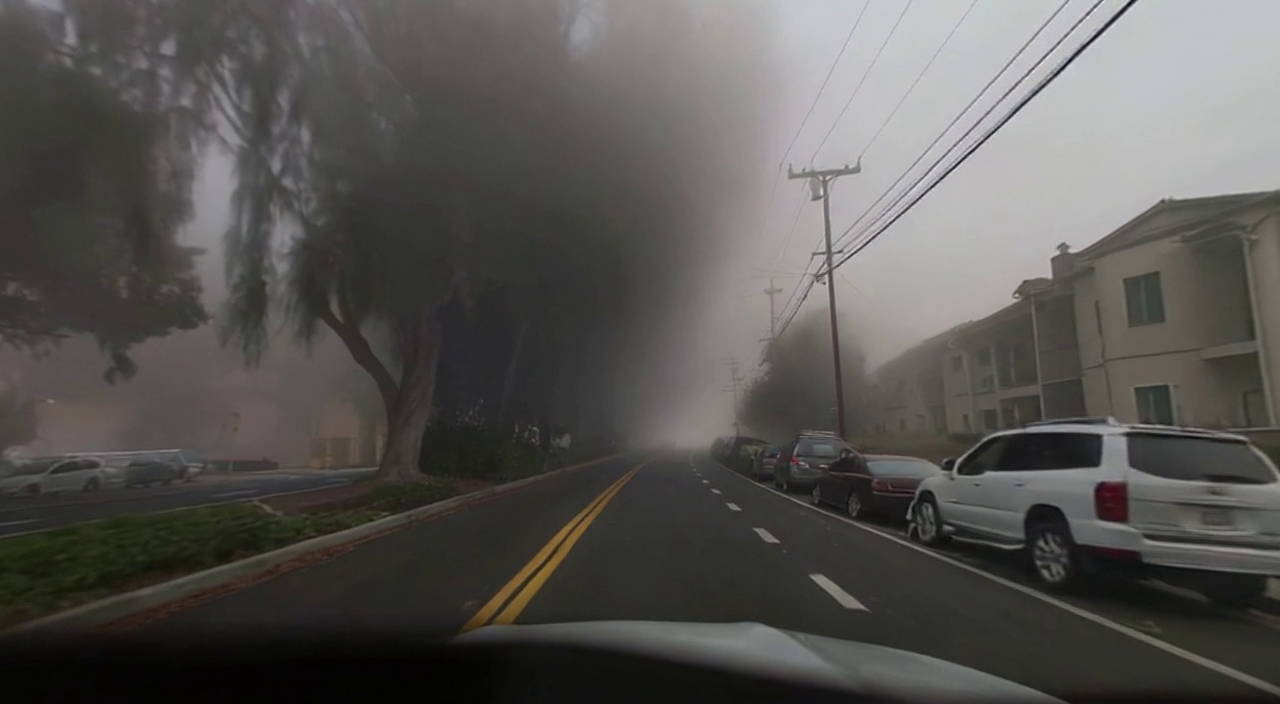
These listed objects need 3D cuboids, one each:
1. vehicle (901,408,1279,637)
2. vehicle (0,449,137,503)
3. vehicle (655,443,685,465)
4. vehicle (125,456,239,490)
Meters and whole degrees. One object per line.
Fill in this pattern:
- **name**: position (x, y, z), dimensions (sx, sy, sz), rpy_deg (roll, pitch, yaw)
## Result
- **vehicle**: position (4.595, 1.532, 6.647), dimensions (2.011, 1.649, 4.001), rpy_deg (0, -8, 1)
- **vehicle**: position (-23.064, 4.784, 24.884), dimensions (2.060, 1.814, 5.097), rpy_deg (0, -8, 2)
- **vehicle**: position (2.114, 7.068, 43.881), dimensions (2.011, 1.480, 4.170), rpy_deg (-1, -8, 3)
- **vehicle**: position (-22.498, 5.914, 31.260), dimensions (1.909, 1.451, 4.757), rpy_deg (-1, -8, 3)
